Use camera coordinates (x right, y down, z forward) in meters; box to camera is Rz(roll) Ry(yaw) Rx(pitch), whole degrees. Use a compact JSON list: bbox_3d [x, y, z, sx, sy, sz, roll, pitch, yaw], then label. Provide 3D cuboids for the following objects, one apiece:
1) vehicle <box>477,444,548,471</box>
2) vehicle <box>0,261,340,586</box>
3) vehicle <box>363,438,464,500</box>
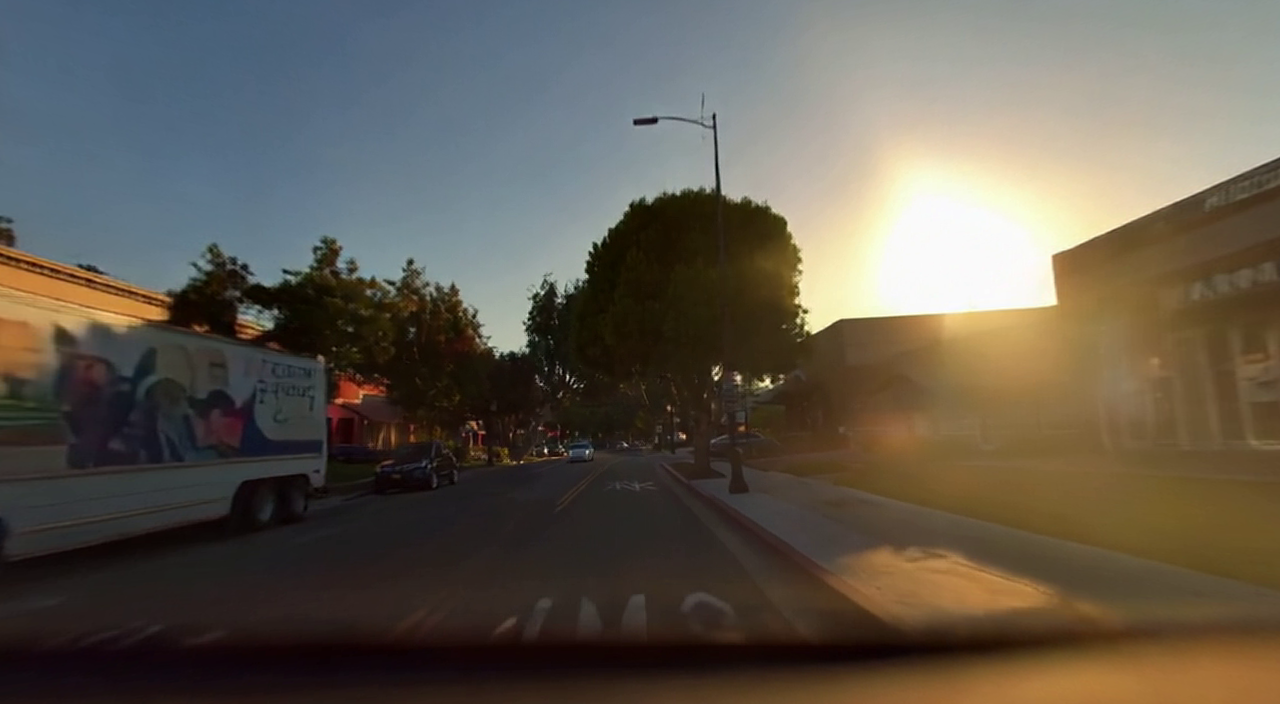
[{"bbox_3d":[-9.151,7.615,45.500,1.879,1.543,4.778,-14,-13,42],"label":"vehicle"},{"bbox_3d":[-8.914,1.169,9.495,2.986,3.768,11.697,-6,-6,0],"label":"vehicle"},{"bbox_3d":[-7.703,3.966,21.886,1.950,1.743,4.312,-2,-6,0],"label":"vehicle"}]
